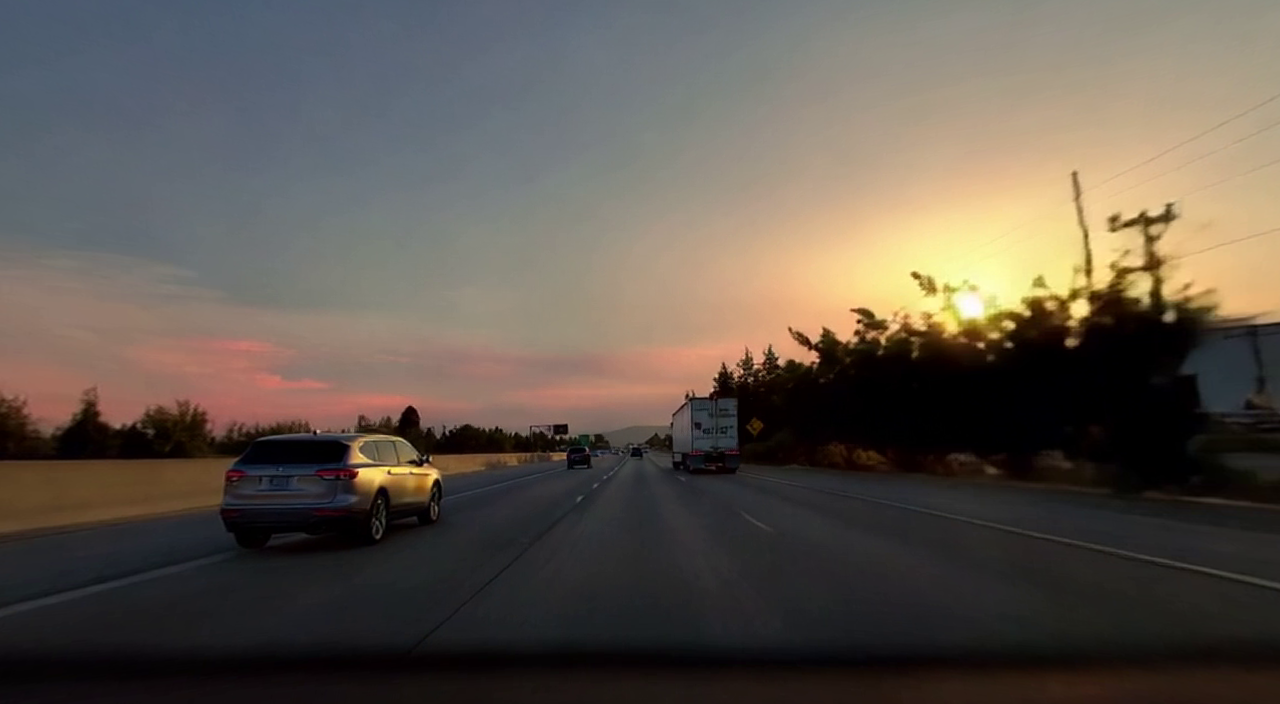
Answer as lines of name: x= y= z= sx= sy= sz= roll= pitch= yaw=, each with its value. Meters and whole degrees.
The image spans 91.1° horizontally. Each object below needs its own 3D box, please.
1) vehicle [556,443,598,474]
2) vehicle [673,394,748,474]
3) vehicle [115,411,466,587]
vehicle: x=-3.736 y=6.434 z=38.160 sx=2.139 sy=1.716 sz=4.530 roll=0 pitch=-9 yaw=0
vehicle: x=4.124 y=5.460 z=40.622 sx=2.998 sy=4.236 sz=13.886 roll=0 pitch=-9 yaw=-1
vehicle: x=-4.194 y=1.845 z=8.747 sx=2.202 sy=1.760 sz=4.617 roll=0 pitch=-9 yaw=0
